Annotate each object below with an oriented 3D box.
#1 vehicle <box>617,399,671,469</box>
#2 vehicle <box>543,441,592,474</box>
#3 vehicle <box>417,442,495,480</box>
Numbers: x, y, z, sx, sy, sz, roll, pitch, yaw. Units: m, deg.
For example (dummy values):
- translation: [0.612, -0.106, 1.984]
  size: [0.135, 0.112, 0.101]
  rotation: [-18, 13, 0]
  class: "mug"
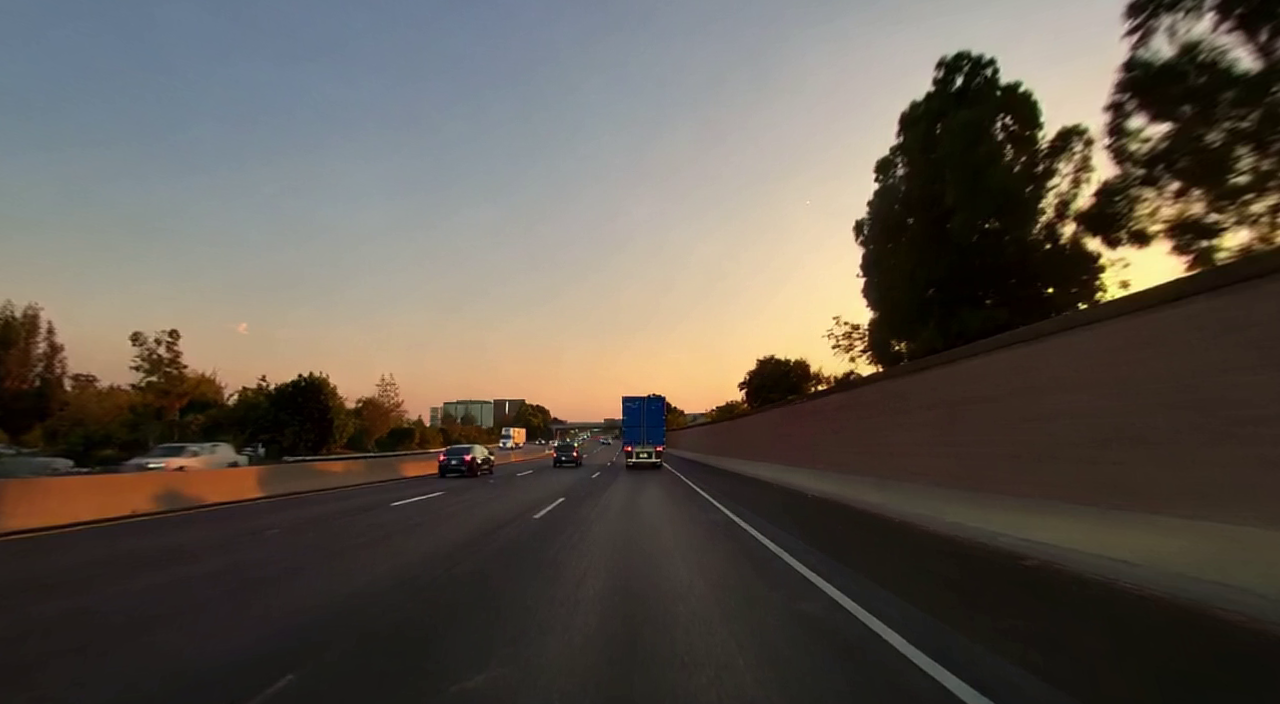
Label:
- translation: [0.241, 5.607, 41.980]
  size: [3.123, 4.094, 10.812]
  rotation: [0, -9, 0]
  class: "vehicle"
- translation: [-3.674, 5.411, 32.242]
  size: [2.006, 1.572, 4.082]
  rotation: [0, -9, 0]
  class: "vehicle"
- translation: [-7.908, 4.734, 27.438]
  size: [1.968, 1.507, 4.673]
  rotation: [0, -9, 0]
  class: "vehicle"
